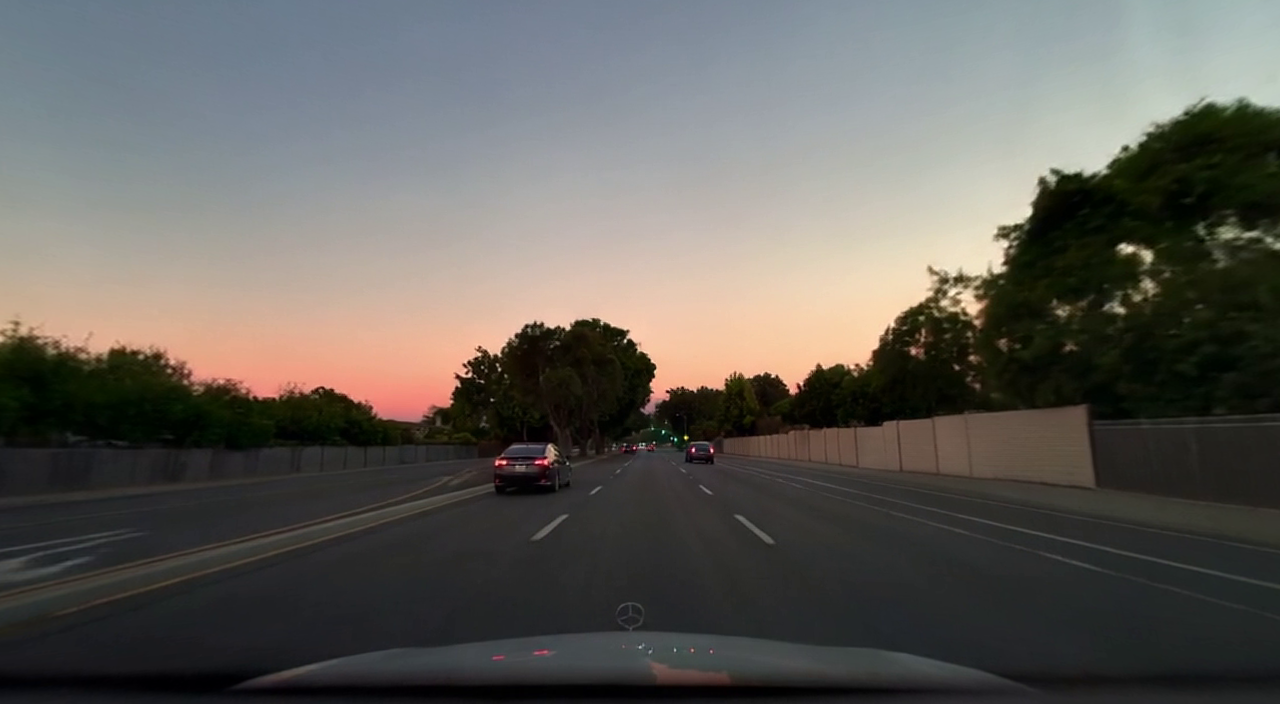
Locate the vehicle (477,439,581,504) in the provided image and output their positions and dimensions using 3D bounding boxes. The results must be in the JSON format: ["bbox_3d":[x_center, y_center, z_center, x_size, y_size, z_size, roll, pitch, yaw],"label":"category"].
[{"bbox_3d":[-2.853,3.171,17.266,1.966,1.524,4.410,0,-8,1],"label":"vehicle"}]

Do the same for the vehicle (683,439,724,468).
[{"bbox_3d":[4.038,6.528,40.719,2.114,1.780,4.445,0,-8,-1],"label":"vehicle"}]
